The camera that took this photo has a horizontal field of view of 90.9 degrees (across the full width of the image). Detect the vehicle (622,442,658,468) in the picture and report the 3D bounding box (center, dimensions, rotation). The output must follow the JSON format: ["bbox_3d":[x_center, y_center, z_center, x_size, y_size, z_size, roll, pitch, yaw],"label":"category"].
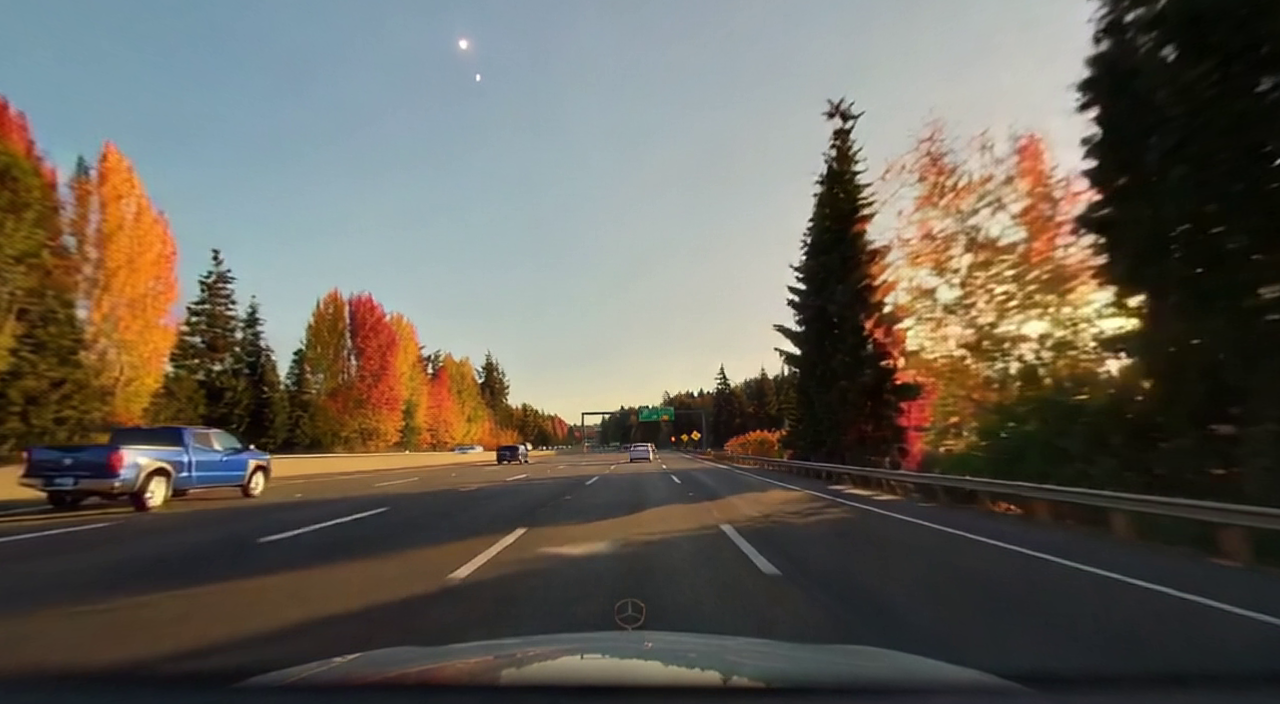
[{"bbox_3d":[0.056,6.102,37.511,1.984,1.471,4.202,0,-8,2],"label":"vehicle"}]

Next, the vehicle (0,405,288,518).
[{"bbox_3d":[-10.774,2.349,14.065,2.347,1.984,5.778,0,-8,2],"label":"vehicle"}]

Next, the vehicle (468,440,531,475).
[{"bbox_3d":[-6.542,4.949,29.840,1.919,1.499,4.234,0,-8,1],"label":"vehicle"}]
